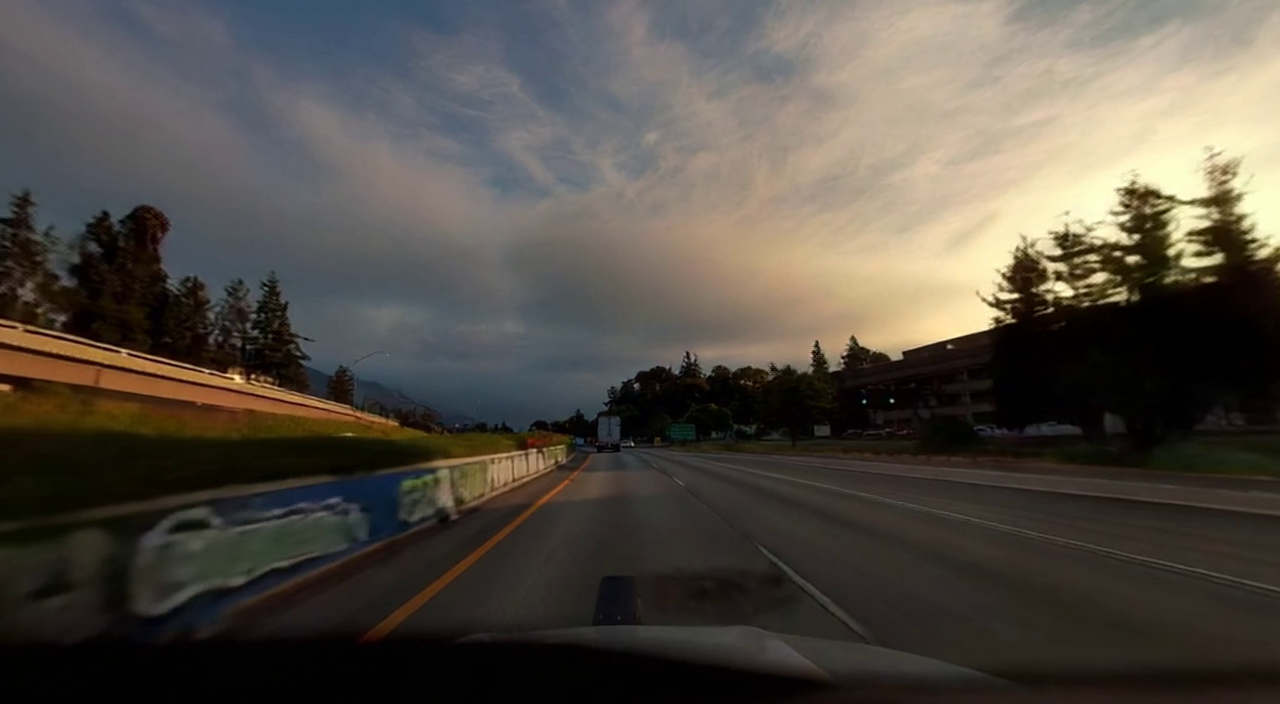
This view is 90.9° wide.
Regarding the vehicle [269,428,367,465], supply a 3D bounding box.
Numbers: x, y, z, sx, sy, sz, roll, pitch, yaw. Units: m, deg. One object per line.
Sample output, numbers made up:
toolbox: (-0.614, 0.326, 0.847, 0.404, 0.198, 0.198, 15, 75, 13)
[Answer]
vehicle: (-14.128, 4.159, 28.002, 2.030, 1.500, 4.664, 0, -8, -2)
